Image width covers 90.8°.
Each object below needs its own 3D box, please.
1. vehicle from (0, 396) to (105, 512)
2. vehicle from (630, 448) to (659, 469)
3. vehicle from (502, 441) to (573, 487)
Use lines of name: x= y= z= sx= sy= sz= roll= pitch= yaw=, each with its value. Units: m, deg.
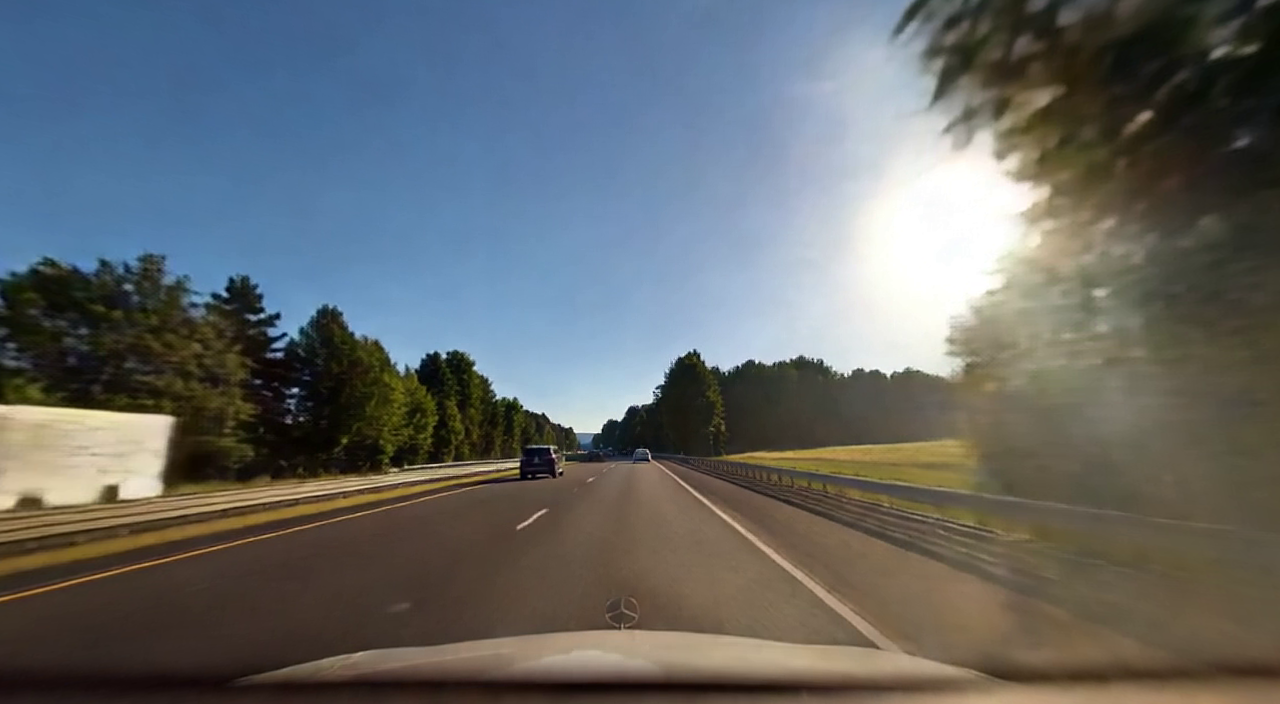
vehicle: x=-16.574 y=2.367 z=14.589 sx=2.419 sy=2.745 sz=6.688 roll=0 pitch=-9 yaw=0
vehicle: x=0.292 y=7.743 z=45.960 sx=2.046 sy=1.452 sz=4.407 roll=0 pitch=-9 yaw=-1
vehicle: x=-4.022 y=4.457 z=25.452 sx=2.100 sy=1.667 sz=4.223 roll=0 pitch=-9 yaw=1
